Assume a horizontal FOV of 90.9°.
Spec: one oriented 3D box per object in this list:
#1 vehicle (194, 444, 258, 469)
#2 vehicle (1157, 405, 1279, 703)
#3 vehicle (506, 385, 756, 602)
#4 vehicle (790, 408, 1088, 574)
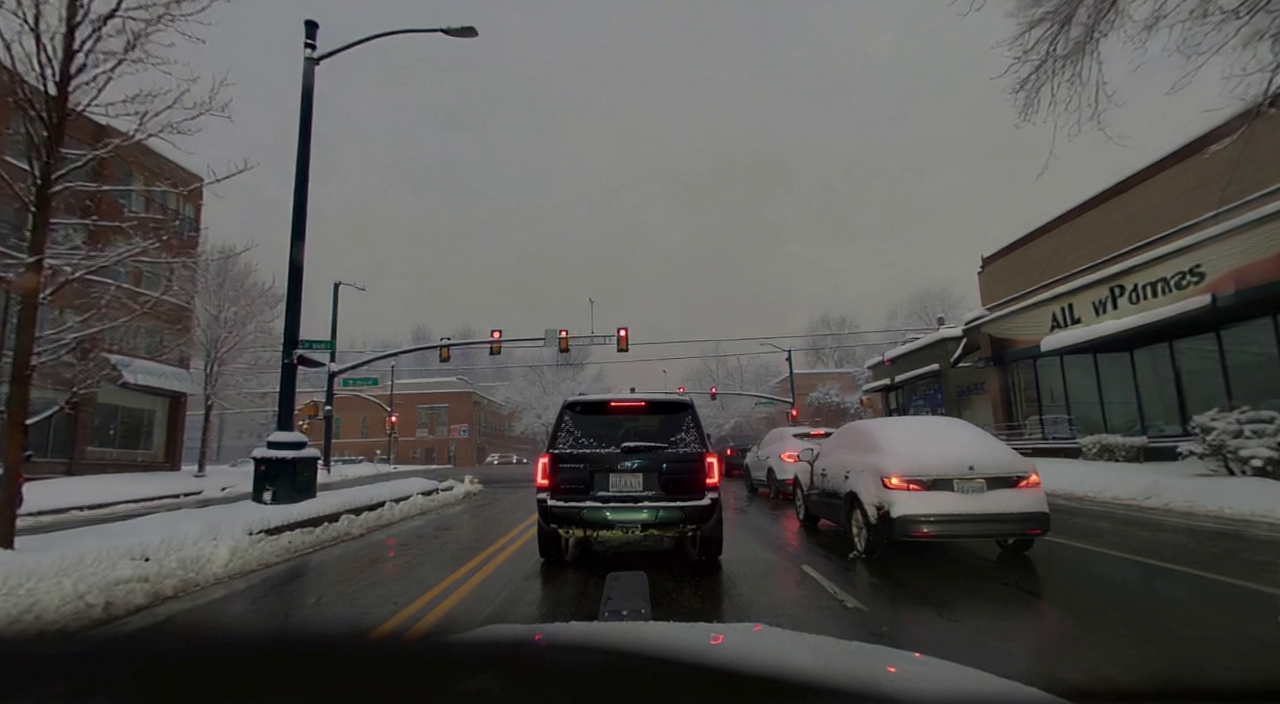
[{"bbox_3d":[-27.389,6.880,41.891,1.693,1.563,3.716,0,-8,0],"label":"vehicle"},{"bbox_3d":[3.369,0.688,0.632,1.884,1.484,4.609,0,-8,2],"label":"vehicle"},{"bbox_3d":[0.007,1.539,7.686,2.154,1.861,4.280,0,-8,3],"label":"vehicle"},{"bbox_3d":[3.633,1.763,8.782,2.036,1.719,4.318,0,-8,0],"label":"vehicle"}]
